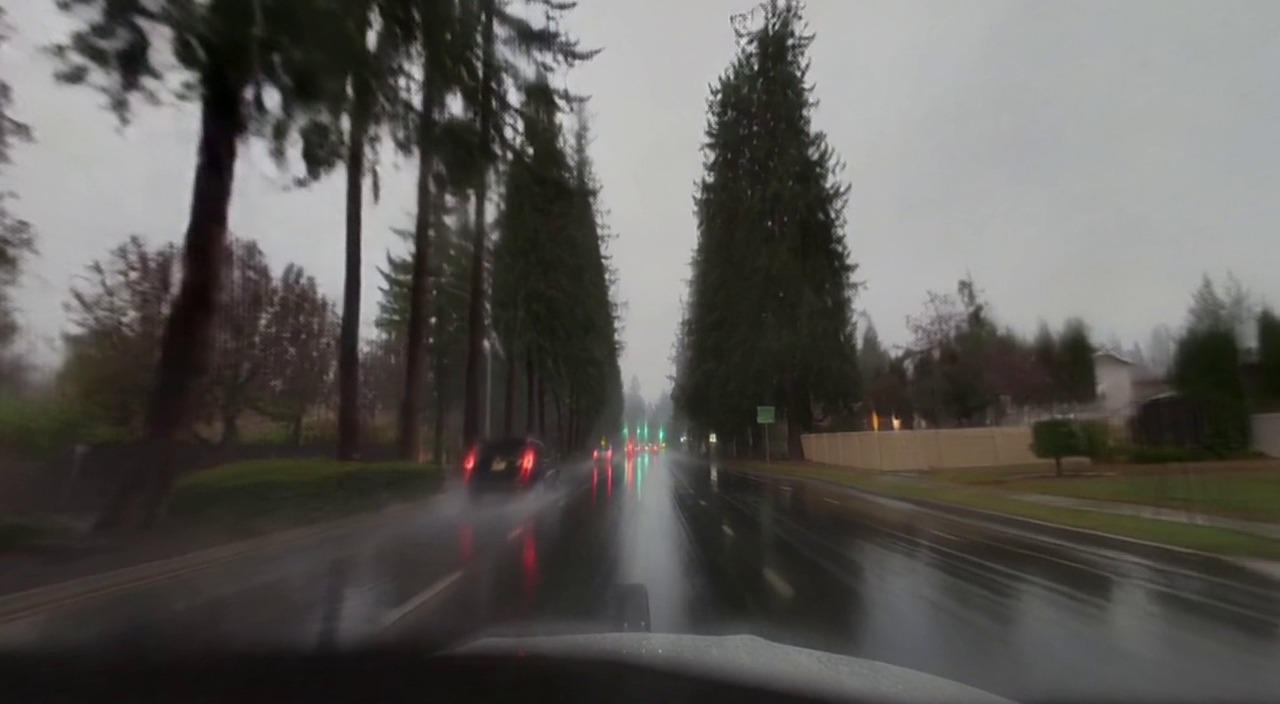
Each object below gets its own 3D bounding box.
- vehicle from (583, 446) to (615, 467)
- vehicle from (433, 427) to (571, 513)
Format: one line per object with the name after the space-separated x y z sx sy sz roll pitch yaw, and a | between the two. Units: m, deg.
-2.981 7.714 46.704 2.021 1.466 4.330 0 -9 1 | vehicle
-2.972 2.679 14.759 2.058 1.671 4.704 0 -9 1 | vehicle
